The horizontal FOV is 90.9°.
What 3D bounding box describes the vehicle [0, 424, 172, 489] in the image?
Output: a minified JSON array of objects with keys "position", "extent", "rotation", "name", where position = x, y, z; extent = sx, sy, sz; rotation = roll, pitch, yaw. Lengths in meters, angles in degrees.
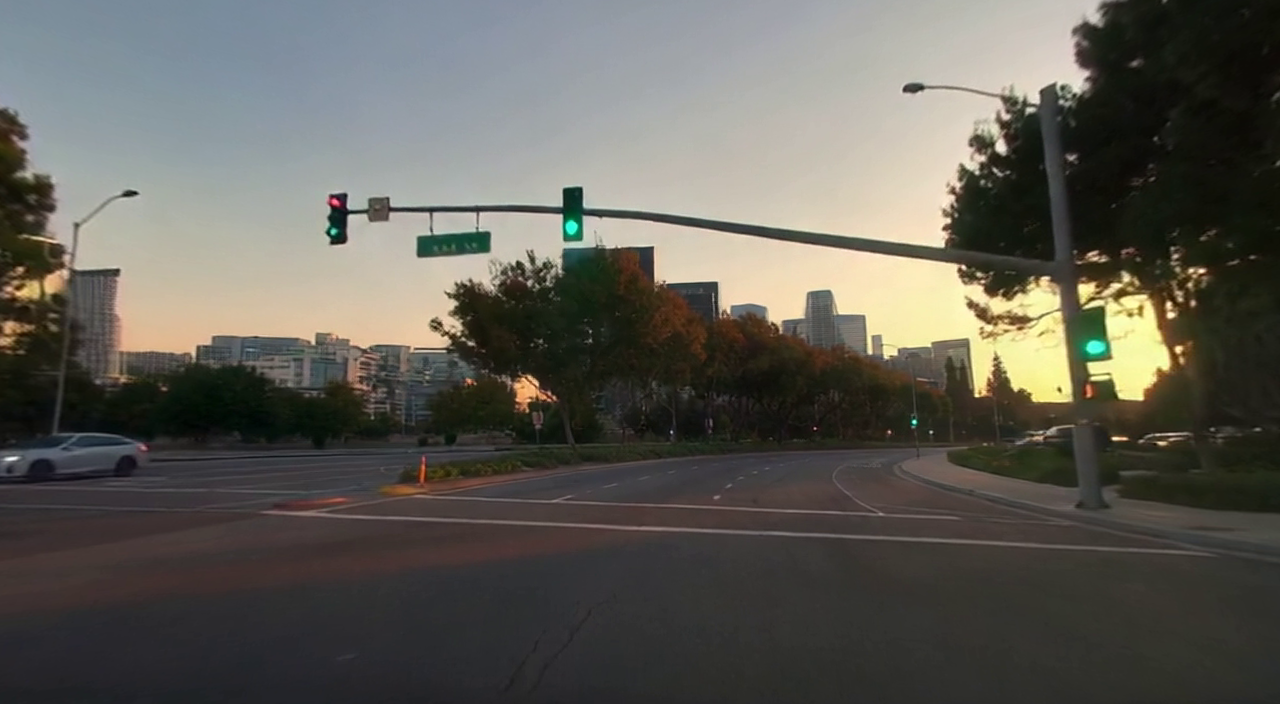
[{"position":[-15.166,2.677,16.335],"extent":[1.853,1.487,4.691],"rotation":[-2,-9,12],"name":"vehicle"}]
